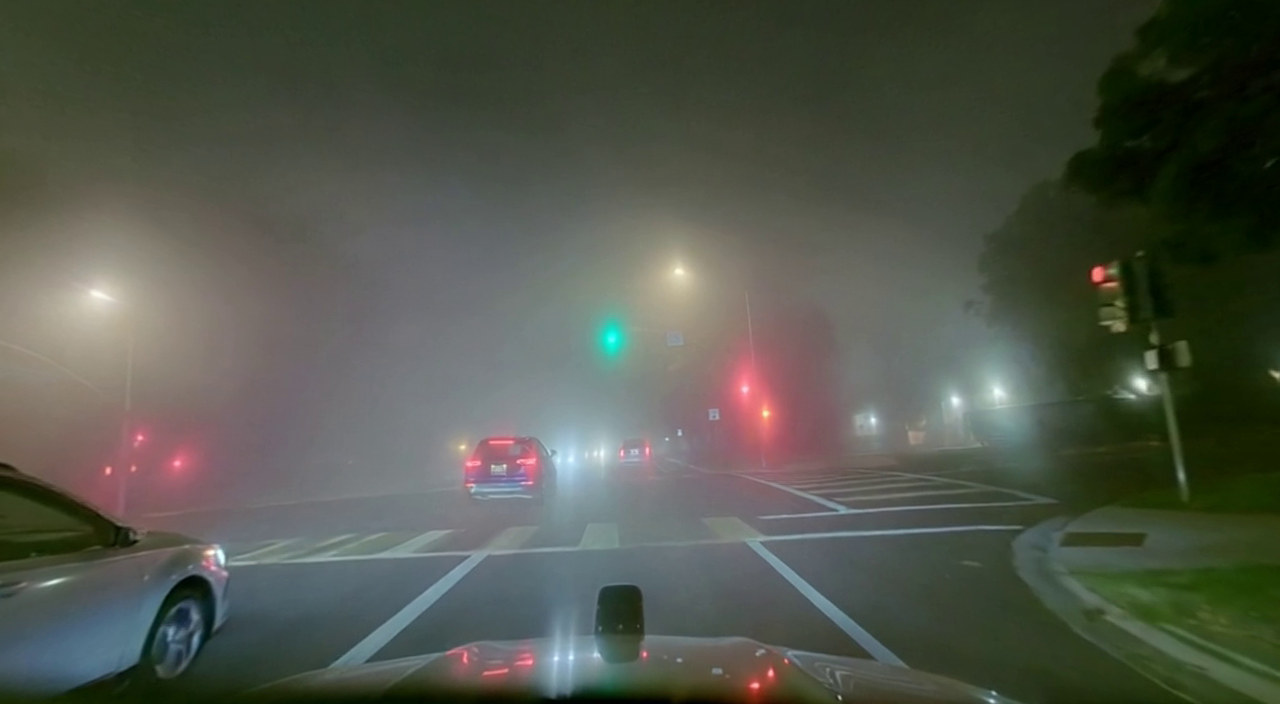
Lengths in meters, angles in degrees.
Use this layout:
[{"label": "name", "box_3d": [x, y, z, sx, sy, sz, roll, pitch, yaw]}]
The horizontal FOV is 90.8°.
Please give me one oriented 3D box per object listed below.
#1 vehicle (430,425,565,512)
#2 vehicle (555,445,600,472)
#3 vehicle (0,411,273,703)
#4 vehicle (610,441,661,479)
[{"label": "vehicle", "box_3d": [-3.225, 2.754, 15.391, 2.157, 1.771, 4.452, 0, -8, 1]}, {"label": "vehicle", "box_3d": [-3.720, 6.459, 38.410, 2.268, 1.522, 4.350, 0, -8, 0]}, {"label": "vehicle", "box_3d": [-3.511, 0.897, 1.928, 1.934, 1.475, 4.741, 0, -8, 0]}, {"label": "vehicle", "box_3d": [-0.221, 4.640, 27.495, 2.062, 1.518, 3.901, 0, -8, -1]}]
